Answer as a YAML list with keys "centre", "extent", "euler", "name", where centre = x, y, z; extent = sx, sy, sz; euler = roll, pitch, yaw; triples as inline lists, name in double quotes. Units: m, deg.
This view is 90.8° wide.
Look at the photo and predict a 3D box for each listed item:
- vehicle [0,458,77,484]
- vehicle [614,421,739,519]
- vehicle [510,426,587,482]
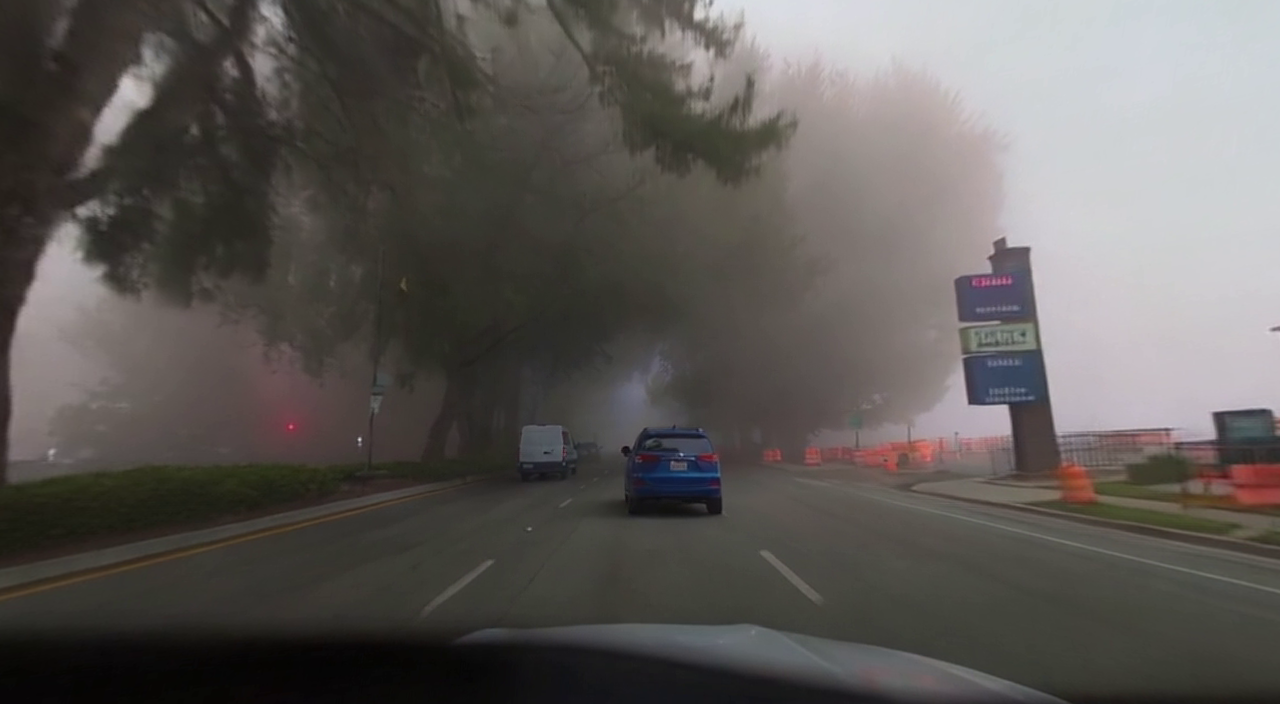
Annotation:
- centre: [-38.314, 7.524, 40.144]
  extent: [1.821, 1.463, 4.434]
  euler: [2, -9, -15]
  name: "vehicle"
- centre: [0.566, 2.424, 13.433]
  extent: [2.168, 1.725, 4.192]
  euler: [0, -8, -3]
  name: "vehicle"
- centre: [-3.605, 4.174, 26.078]
  extent: [2.357, 2.063, 5.488]
  euler: [0, -8, 0]
  name: "vehicle"
